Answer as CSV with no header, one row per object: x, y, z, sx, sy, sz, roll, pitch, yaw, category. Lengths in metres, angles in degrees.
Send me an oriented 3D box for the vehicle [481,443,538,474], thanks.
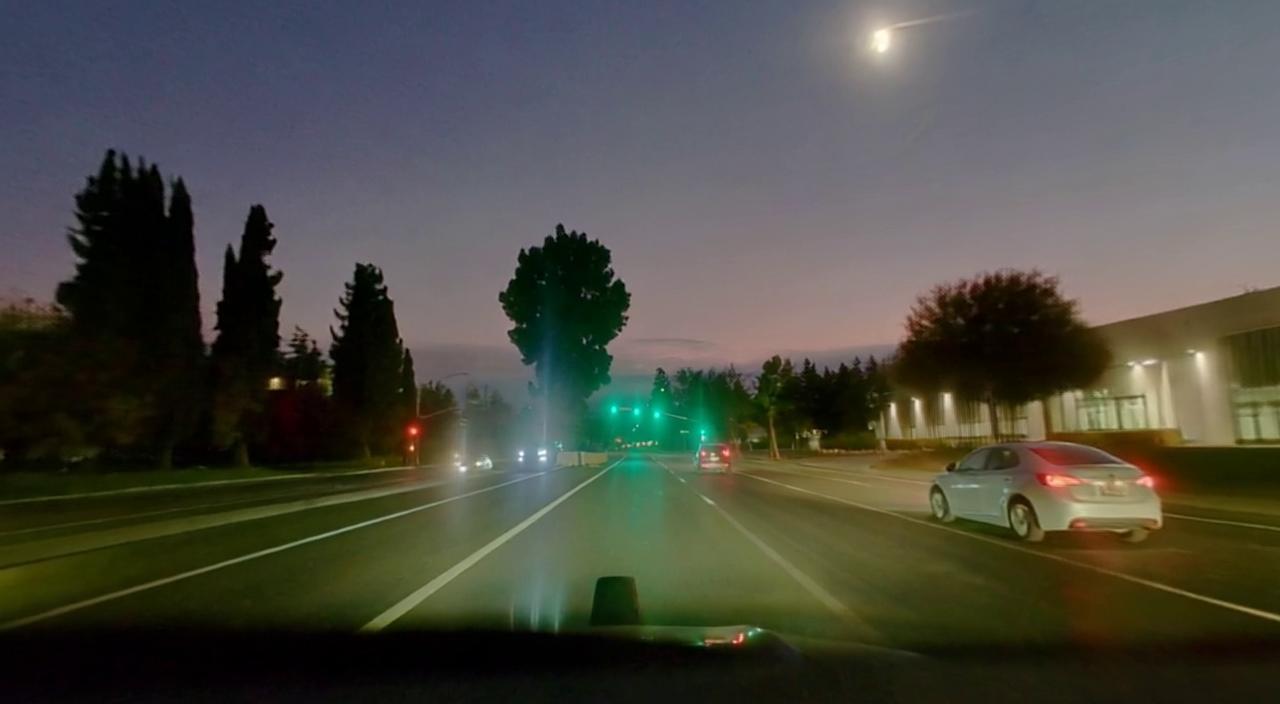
-6.638,5.451,32.544,1.970,1.483,4.269,-1,-8,0,vehicle

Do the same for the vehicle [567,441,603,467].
-3.559,6.723,41.664,1.948,1.595,4.256,-1,-8,0,vehicle

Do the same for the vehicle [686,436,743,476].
3.495,4.992,30.593,2.095,1.759,4.862,0,-9,-1,vehicle

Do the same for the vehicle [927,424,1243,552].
6.725,2.068,10.324,2.000,1.618,4.238,0,-9,-1,vehicle

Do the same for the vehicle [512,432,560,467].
-6.678,6.368,41.279,2.141,2.111,5.940,-1,-9,0,vehicle
